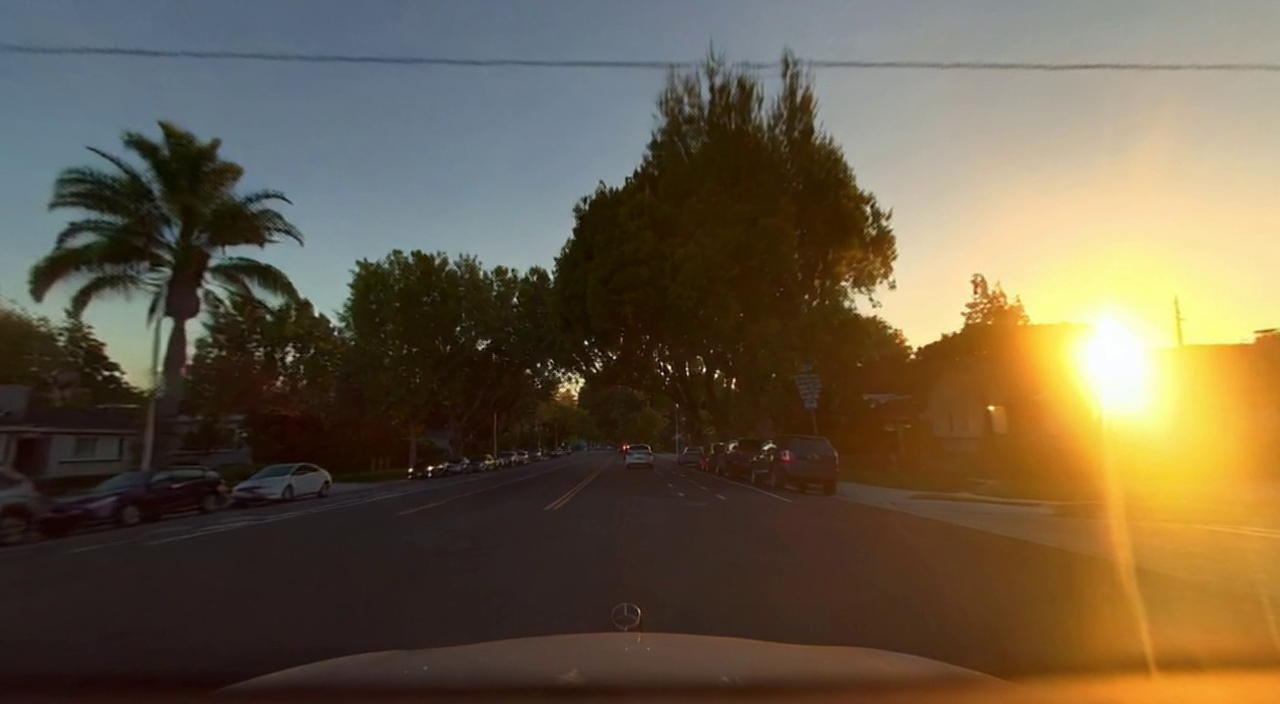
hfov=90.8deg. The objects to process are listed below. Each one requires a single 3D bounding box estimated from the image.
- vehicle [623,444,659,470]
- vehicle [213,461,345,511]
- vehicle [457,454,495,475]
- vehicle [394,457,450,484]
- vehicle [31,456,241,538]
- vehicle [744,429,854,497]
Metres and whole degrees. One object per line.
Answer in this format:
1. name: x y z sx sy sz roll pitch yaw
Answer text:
1. vehicle: 0.006 6.364 38.441 2.022 1.471 3.973 0 -9 -2
2. vehicle: -12.622 4.671 22.500 1.835 1.488 4.696 -1 -9 1
3. vehicle: -12.795 8.773 49.532 1.882 1.507 4.638 0 -9 -3
4. vehicle: -12.789 6.970 37.396 1.819 1.443 4.273 0 -9 0
5. vehicle: -12.745 3.630 16.466 1.917 1.739 4.461 0 -9 -3
6. vehicle: 5.102 3.611 21.097 2.195 2.000 4.789 0 -8 -3
